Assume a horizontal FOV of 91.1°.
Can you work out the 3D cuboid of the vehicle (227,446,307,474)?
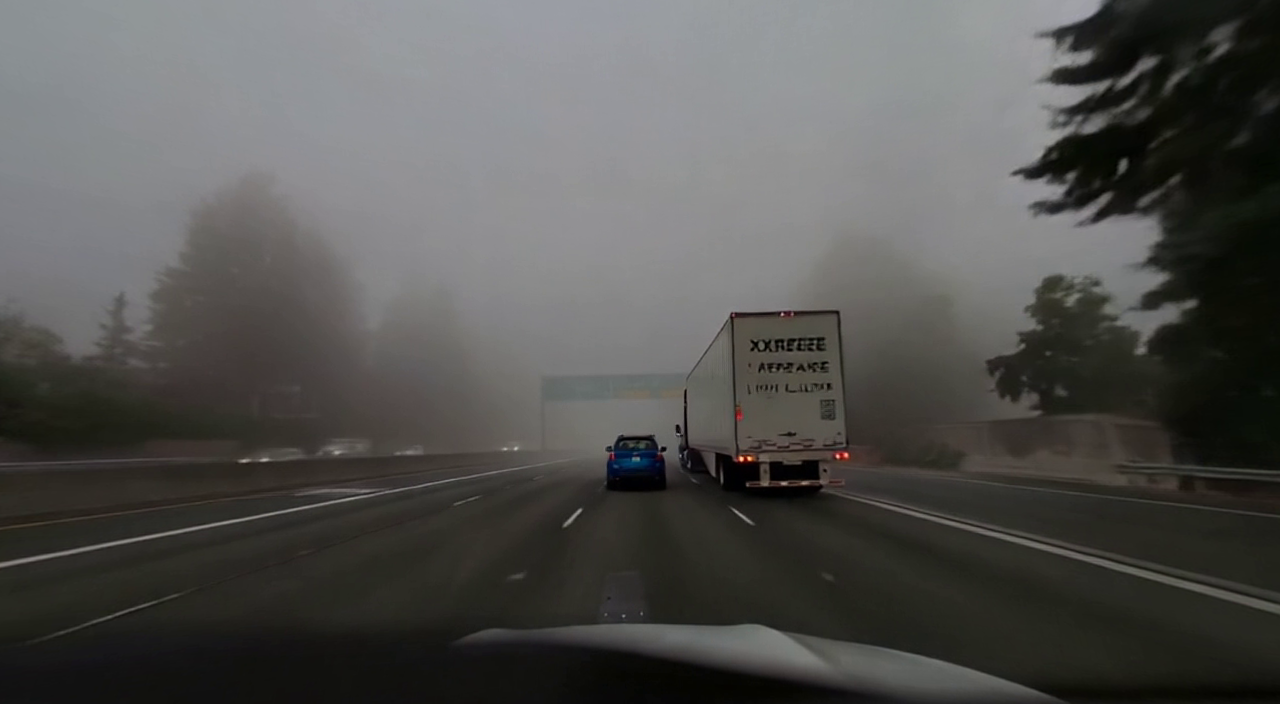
[{"bbox_3d":[-21.699,6.256,36.741,1.887,1.530,4.472,0,-8,1],"label":"vehicle"}]

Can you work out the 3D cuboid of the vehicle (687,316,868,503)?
[{"bbox_3d":[3.581,2.399,21.766,2.909,4.135,15.820,0,-9,1],"label":"vehicle"}]

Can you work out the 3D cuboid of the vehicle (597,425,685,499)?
[{"bbox_3d":[0.024,2.878,16.811,2.054,1.706,4.201,0,-9,0],"label":"vehicle"}]
